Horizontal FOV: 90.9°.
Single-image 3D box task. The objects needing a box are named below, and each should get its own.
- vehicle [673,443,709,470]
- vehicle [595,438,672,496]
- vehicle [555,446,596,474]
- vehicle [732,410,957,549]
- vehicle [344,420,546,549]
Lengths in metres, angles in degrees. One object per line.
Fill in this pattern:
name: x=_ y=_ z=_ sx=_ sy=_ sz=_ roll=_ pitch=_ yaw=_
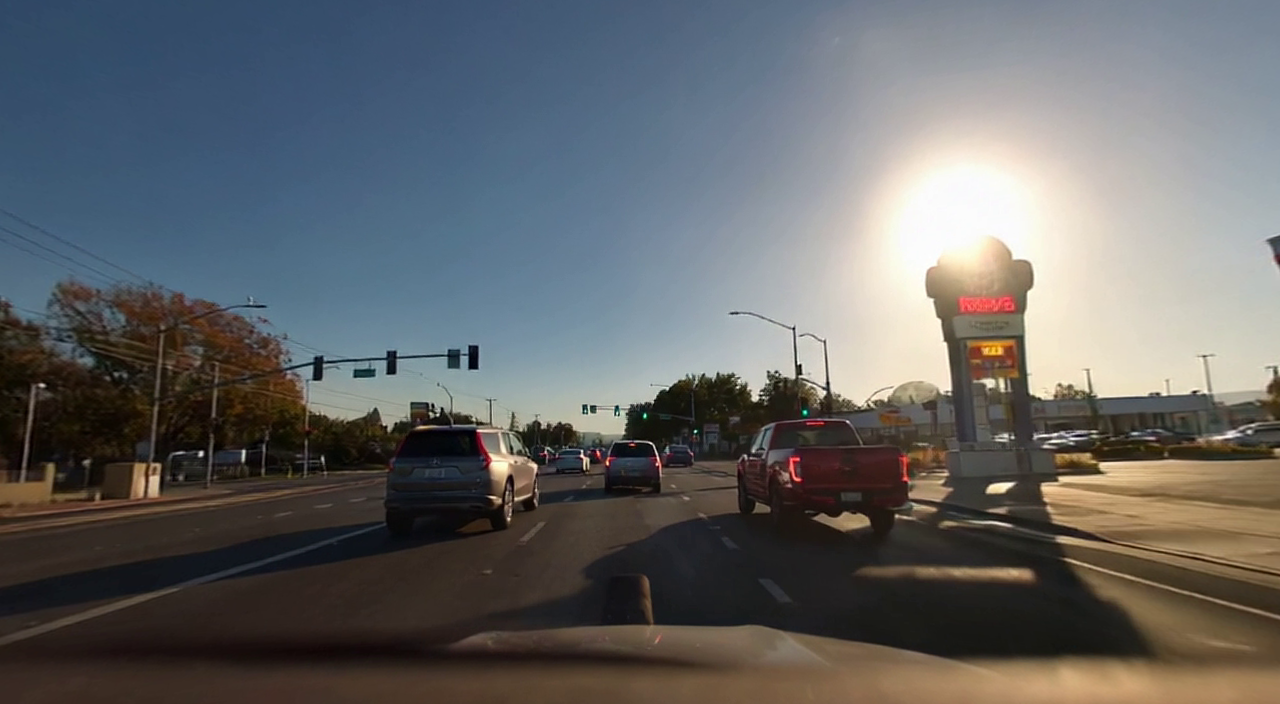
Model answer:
vehicle: x=3.514 y=7.269 z=43.987 sx=2.122 sy=1.745 sz=4.337 roll=0 pitch=-8 yaw=0
vehicle: x=-0.203 y=3.586 z=20.059 sx=2.181 sy=1.650 sz=4.083 roll=0 pitch=-8 yaw=-1
vehicle: x=-3.577 y=6.046 z=35.582 sx=1.954 sy=1.497 sz=4.078 roll=0 pitch=-8 yaw=-1
vehicle: x=3.169 y=2.129 z=11.290 sx=2.161 sy=1.868 sz=5.321 roll=0 pitch=-8 yaw=-1
vehicle: x=-2.981 y=2.126 z=10.771 sx=2.019 sy=1.731 sz=4.299 roll=0 pitch=-8 yaw=0
